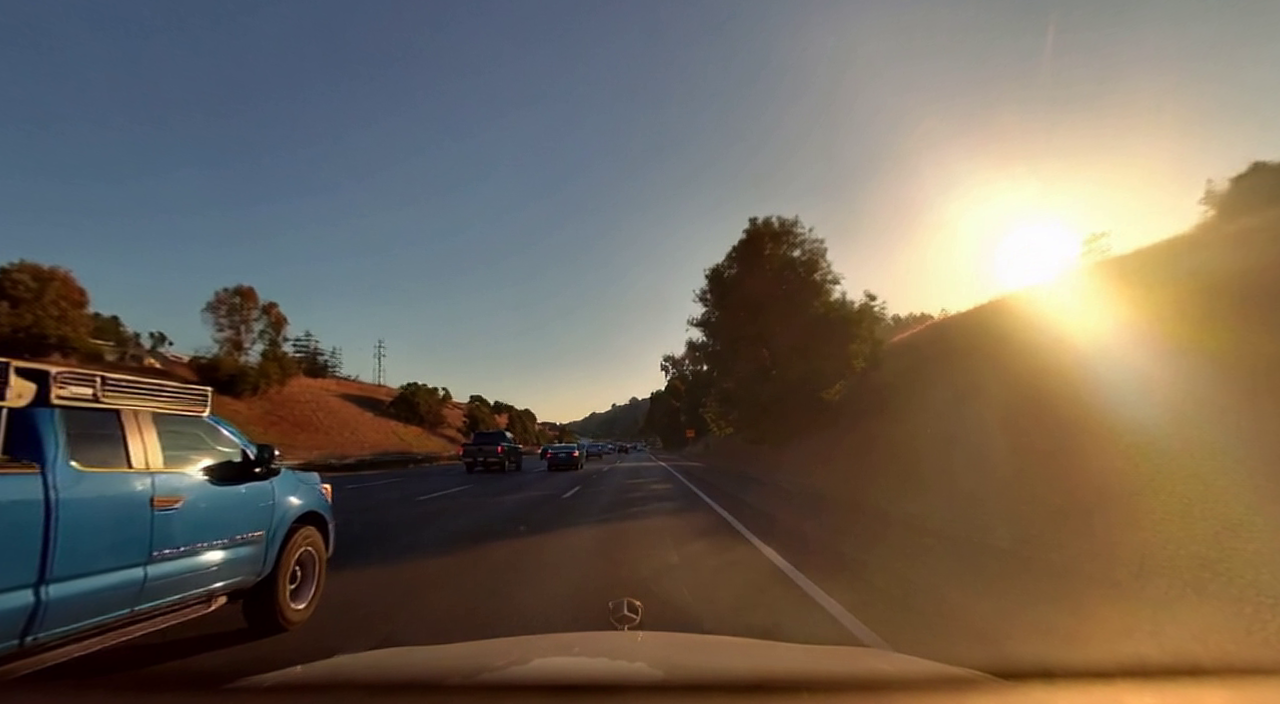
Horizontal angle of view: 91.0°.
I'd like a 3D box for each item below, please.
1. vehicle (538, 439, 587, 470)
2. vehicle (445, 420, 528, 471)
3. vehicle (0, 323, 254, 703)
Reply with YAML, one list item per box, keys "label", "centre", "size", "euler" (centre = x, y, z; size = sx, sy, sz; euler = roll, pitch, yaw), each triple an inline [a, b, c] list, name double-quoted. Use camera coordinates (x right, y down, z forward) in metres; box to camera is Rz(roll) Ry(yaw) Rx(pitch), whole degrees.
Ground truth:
- label: "vehicle"
  centre: [-4.012, 5.408, 33.304]
  size: [2.012, 1.509, 4.359]
  euler: [0, -9, 1]
- label: "vehicle"
  centre: [-7.521, 4.702, 31.593]
  size: [2.594, 2.254, 6.028]
  euler: [0, -9, 0]
- label: "vehicle"
  centre: [-4.009, 0.659, 2.059]
  size: [2.200, 1.807, 5.041]
  euler: [0, -9, 1]
